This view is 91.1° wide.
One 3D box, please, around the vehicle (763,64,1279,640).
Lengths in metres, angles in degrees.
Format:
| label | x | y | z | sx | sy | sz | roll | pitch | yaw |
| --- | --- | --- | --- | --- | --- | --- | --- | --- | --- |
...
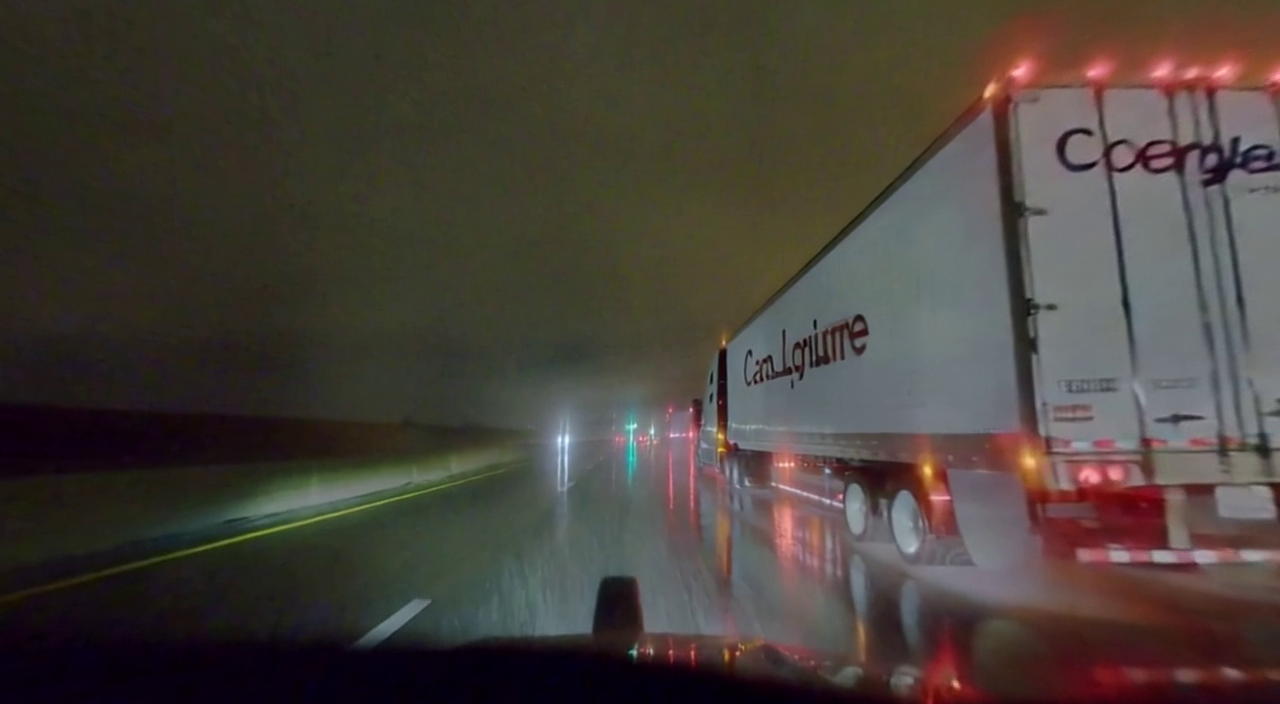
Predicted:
| label | x | y | z | sx | sy | sz | roll | pitch | yaw |
| --- | --- | --- | --- | --- | --- | --- | --- | --- | --- |
| vehicle | 4.064 | 0.500 | 8.684 | 2.840 | 3.947 | 8.920 | 0 | -8 | 0 |
